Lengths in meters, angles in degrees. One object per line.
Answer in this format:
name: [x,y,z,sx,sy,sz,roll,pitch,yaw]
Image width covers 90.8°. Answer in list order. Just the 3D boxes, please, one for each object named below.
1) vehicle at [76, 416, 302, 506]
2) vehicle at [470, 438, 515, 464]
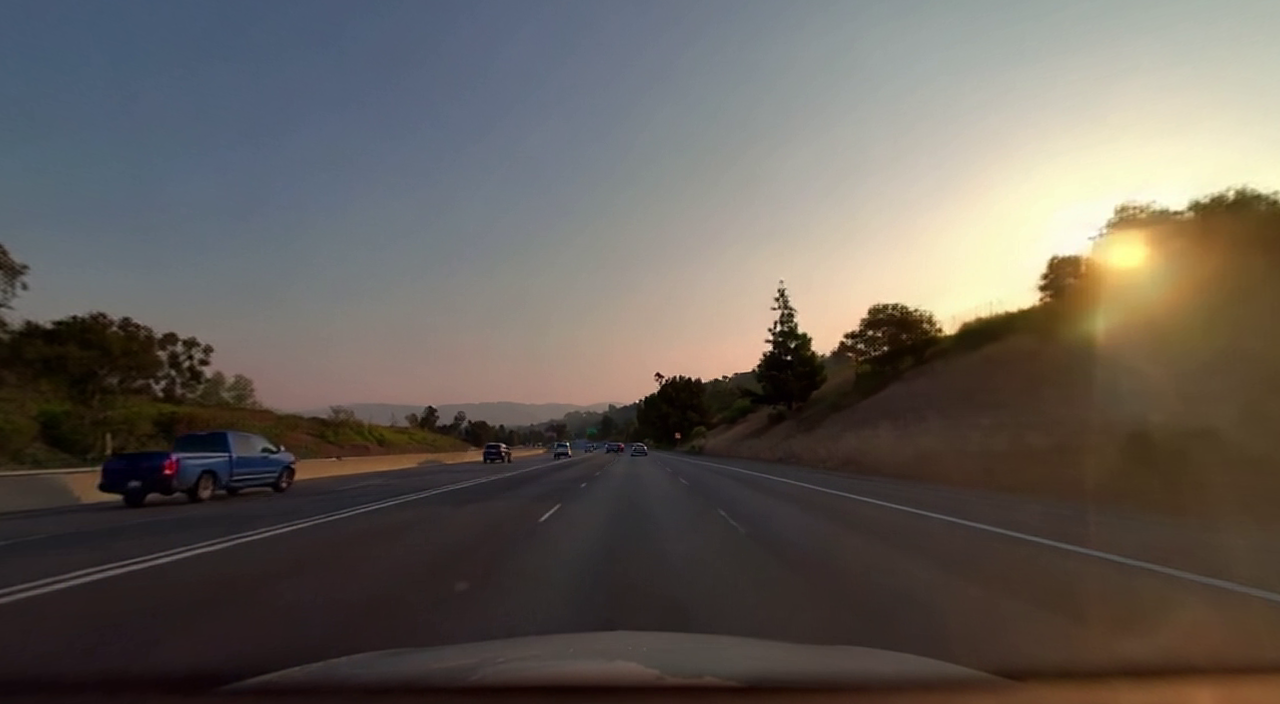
vehicle: [-10.795,2.649,15.757,2.012,1.875,4.895,0,-9,-1]
vehicle: [-11.033,7.441,47.547,2.195,1.795,4.659,0,-9,1]
